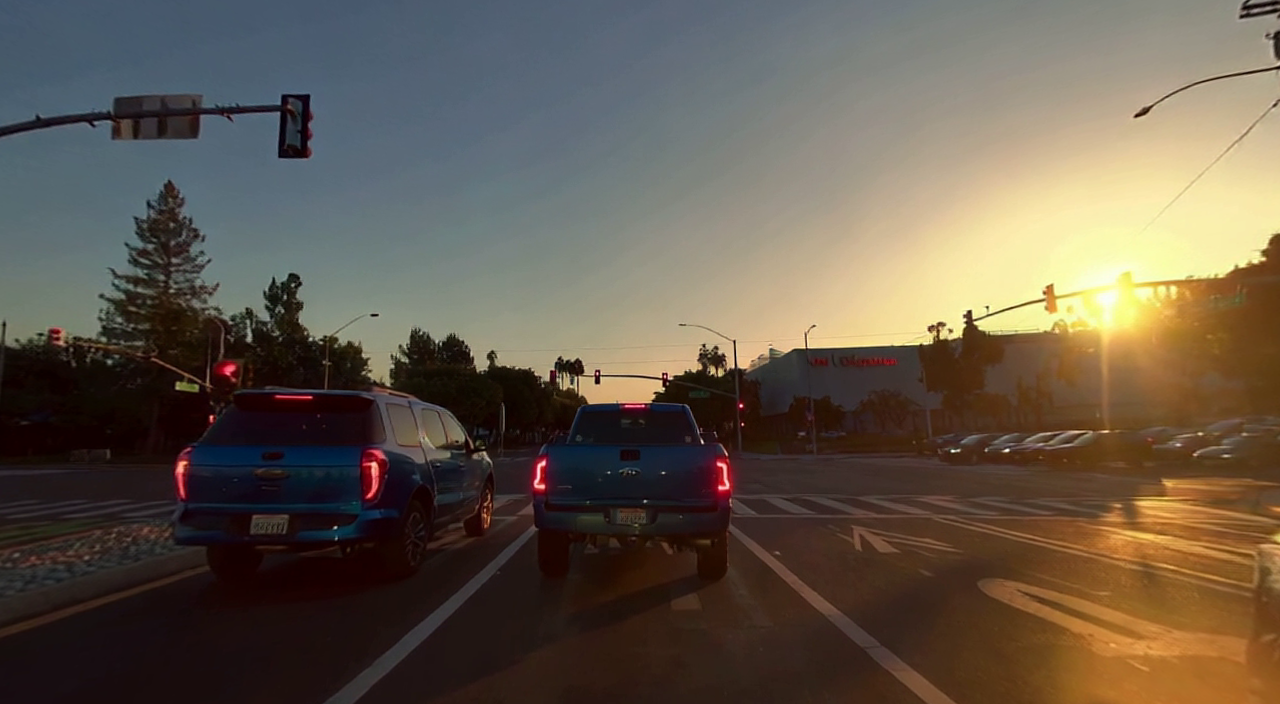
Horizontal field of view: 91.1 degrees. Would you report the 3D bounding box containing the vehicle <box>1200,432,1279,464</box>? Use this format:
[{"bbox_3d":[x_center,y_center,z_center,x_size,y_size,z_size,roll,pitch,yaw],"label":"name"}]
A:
[{"bbox_3d":[35.859,5.570,36.432,4.714,1.754,2.041,0,-8,-2],"label":"vehicle"}]

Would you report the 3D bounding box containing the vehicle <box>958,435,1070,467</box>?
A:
[{"bbox_3d":[19.296,5.107,32.516,4.624,1.601,1.871,0,-8,-3],"label":"vehicle"}]

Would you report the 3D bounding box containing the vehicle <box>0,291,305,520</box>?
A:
[{"bbox_3d":[-12.743,1.650,15.860,3.048,3.927,10.755,0,-8,-3],"label":"vehicle"}]

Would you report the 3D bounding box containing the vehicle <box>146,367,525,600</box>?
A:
[{"bbox_3d":[-2.974,1.441,7.716,2.220,1.926,4.870,0,-8,-1],"label":"vehicle"}]

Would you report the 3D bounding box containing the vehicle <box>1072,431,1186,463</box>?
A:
[{"bbox_3d":[27.921,5.464,35.971,4.849,1.759,2.041,0,-8,-3],"label":"vehicle"}]

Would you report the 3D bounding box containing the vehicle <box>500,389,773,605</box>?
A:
[{"bbox_3d":[-0.067,1.520,7.516,2.204,1.738,4.690,0,-8,-1],"label":"vehicle"}]
